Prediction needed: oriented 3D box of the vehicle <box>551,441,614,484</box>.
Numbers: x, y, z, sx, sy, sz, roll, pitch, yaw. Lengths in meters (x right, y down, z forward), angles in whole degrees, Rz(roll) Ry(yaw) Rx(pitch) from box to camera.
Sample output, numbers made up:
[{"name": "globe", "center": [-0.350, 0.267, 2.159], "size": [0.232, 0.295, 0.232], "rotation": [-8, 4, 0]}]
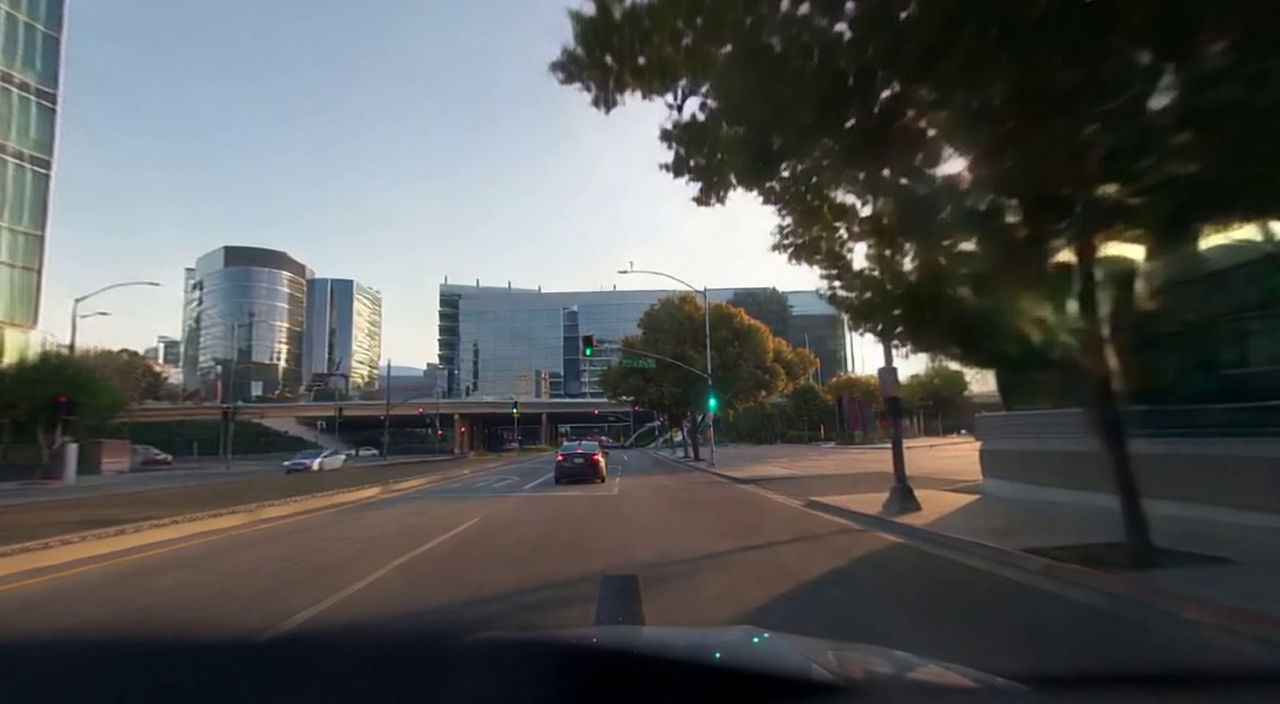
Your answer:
[{"name": "vehicle", "center": [-2.068, 4.107, 23.872], "size": [2.154, 1.465, 4.532], "rotation": [0, -8, -3]}]
